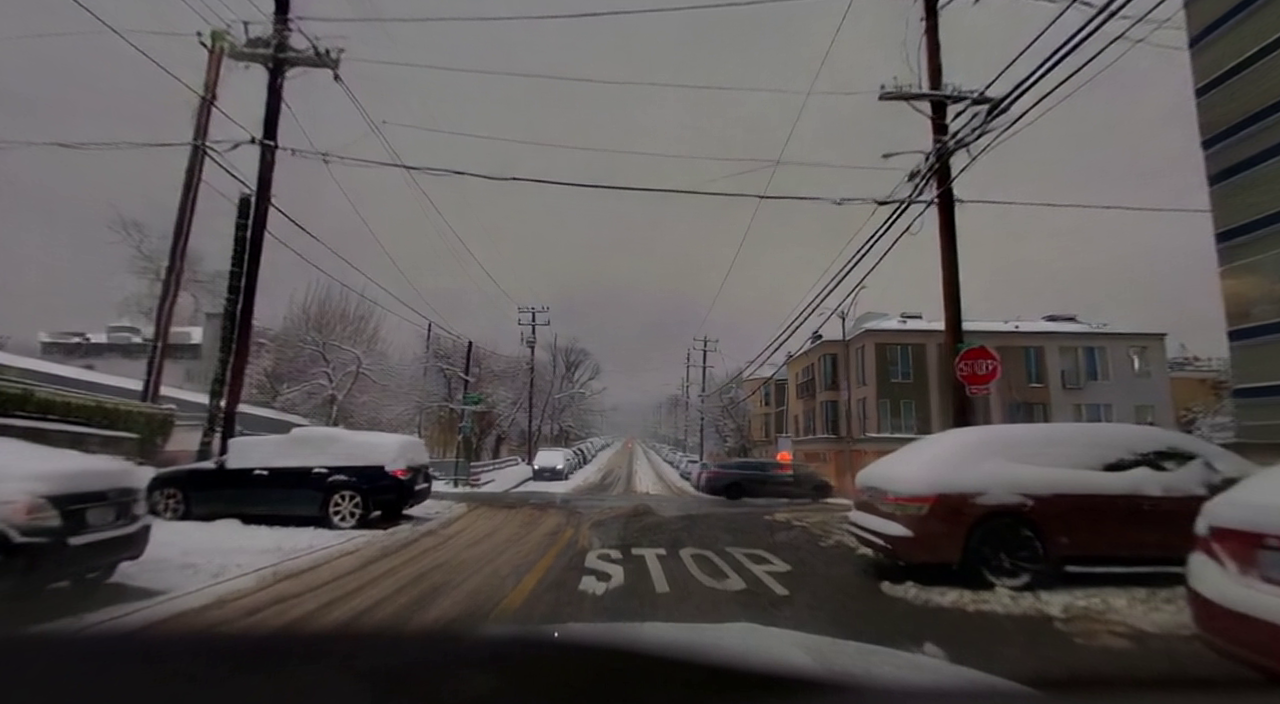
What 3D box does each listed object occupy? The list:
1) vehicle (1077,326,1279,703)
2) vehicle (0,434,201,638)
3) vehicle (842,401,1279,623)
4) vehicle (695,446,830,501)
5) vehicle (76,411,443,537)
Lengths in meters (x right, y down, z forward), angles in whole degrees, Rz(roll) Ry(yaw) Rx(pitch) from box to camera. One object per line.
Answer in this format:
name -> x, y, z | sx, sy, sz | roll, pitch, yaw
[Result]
vehicle -> 4.890, 0.924, 2.740 | 4.450, 1.719, 2.066 | 4, -10, 1
vehicle -> -6.909, 1.363, 5.425 | 4.713, 1.440, 1.984 | 3, -11, 2
vehicle -> 4.481, 1.496, 5.883 | 4.554, 1.473, 1.876 | 5, -11, -3
vehicle -> 4.050, 4.080, 21.411 | 4.157, 1.754, 1.835 | 0, -9, -1
vehicle -> -6.372, 2.096, 11.139 | 5.025, 1.648, 2.055 | 4, -9, -1
